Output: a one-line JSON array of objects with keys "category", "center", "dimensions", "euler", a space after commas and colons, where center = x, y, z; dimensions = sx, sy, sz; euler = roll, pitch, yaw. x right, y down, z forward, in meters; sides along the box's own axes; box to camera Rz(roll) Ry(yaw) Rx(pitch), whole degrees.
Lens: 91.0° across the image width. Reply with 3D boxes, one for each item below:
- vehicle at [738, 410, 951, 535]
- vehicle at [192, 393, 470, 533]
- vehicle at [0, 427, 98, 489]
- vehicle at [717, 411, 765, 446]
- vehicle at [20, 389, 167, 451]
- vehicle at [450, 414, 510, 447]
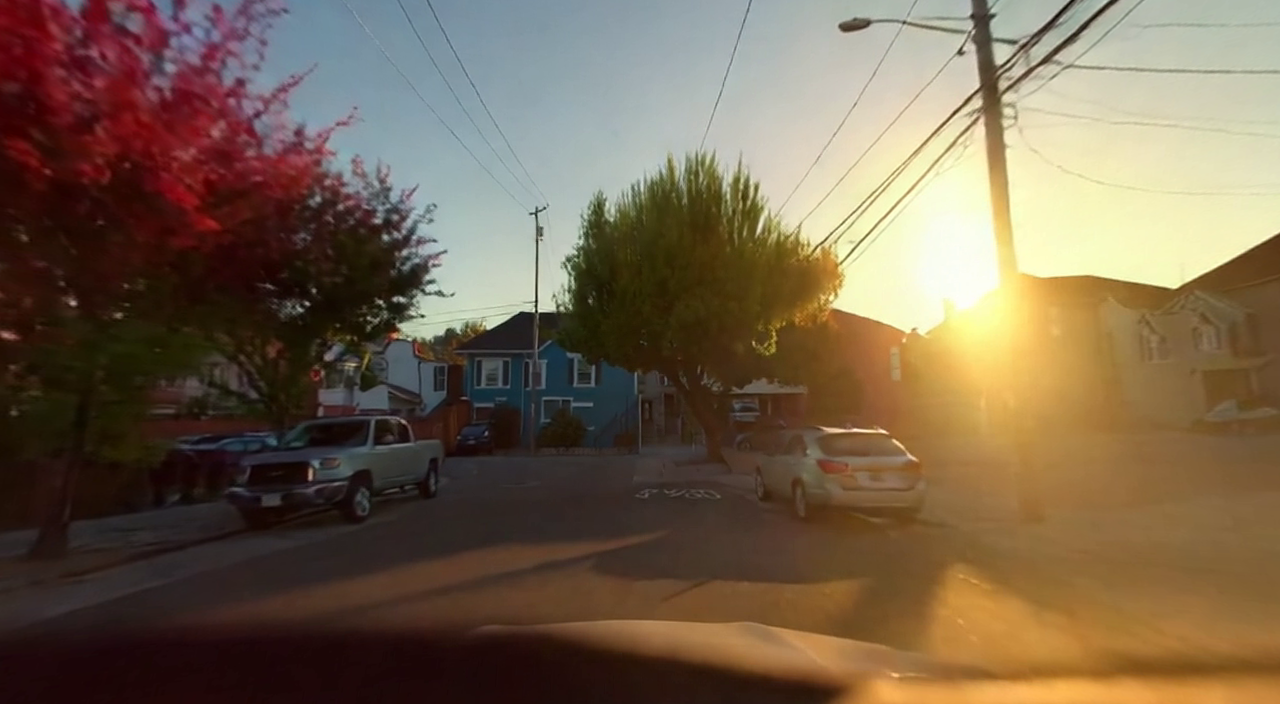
[{"category": "vehicle", "center": [3.408, 2.115, 11.768], "dimensions": [2.109, 1.811, 4.886], "euler": [1, -8, -3]}, {"category": "vehicle", "center": [-5.498, 2.097, 12.681], "dimensions": [2.480, 2.084, 6.353], "euler": [1, -8, -1]}, {"category": "vehicle", "center": [-19.184, 3.139, 18.859], "dimensions": [1.906, 1.718, 4.449], "euler": [1, -6, -1]}, {"category": "vehicle", "center": [5.729, 4.367, 36.259], "dimensions": [2.081, 1.891, 4.367], "euler": [1, -6, 1]}, {"category": "vehicle", "center": [-31.252, 3.768, 36.409], "dimensions": [2.473, 2.922, 6.719], "euler": [0, 0, 3]}, {"category": "vehicle", "center": [-9.144, 4.584, 36.411], "dimensions": [2.091, 1.760, 4.760], "euler": [0, -8, 1]}]
